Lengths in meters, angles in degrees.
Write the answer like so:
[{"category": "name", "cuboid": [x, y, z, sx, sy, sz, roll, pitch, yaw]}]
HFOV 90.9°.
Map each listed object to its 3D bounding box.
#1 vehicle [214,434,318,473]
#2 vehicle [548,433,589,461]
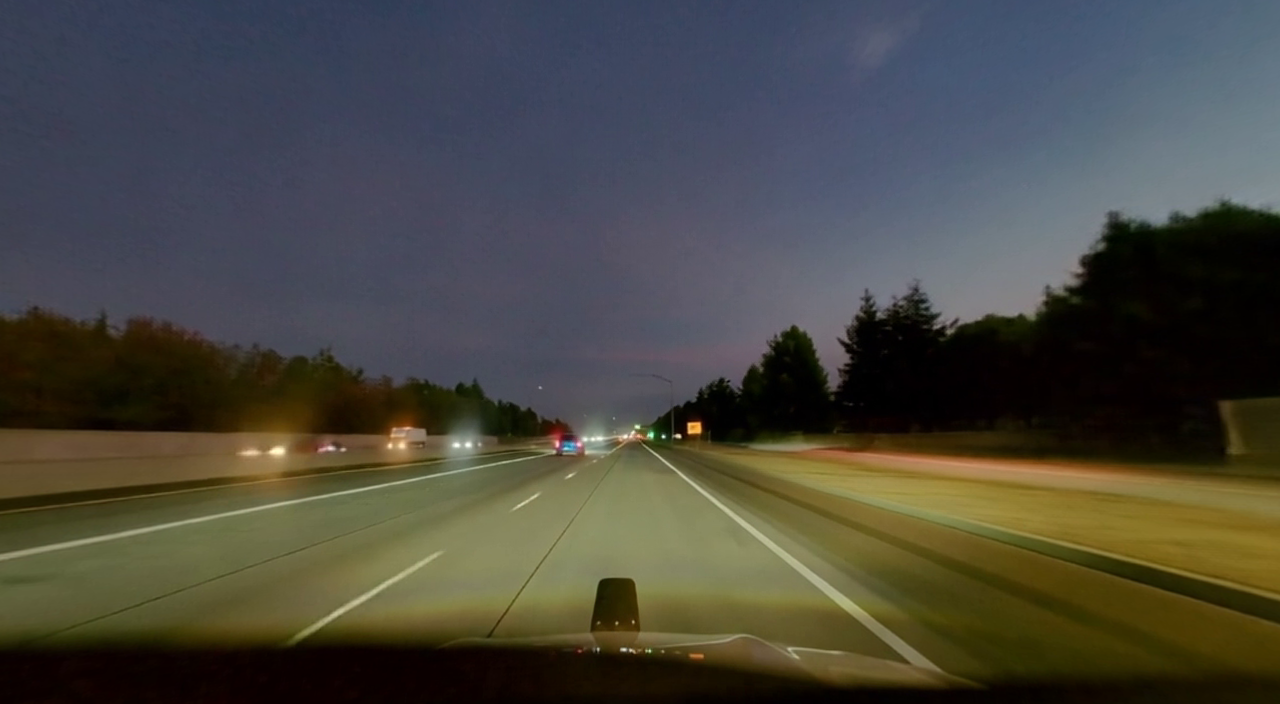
[{"category": "vehicle", "cuboid": [-17.570, 4.751, 29.927, 2.045, 1.651, 4.760, 0, -8, 0]}, {"category": "vehicle", "cuboid": [-4.473, 5.999, 40.011, 2.129, 1.641, 4.263, 0, -8, 0]}]
